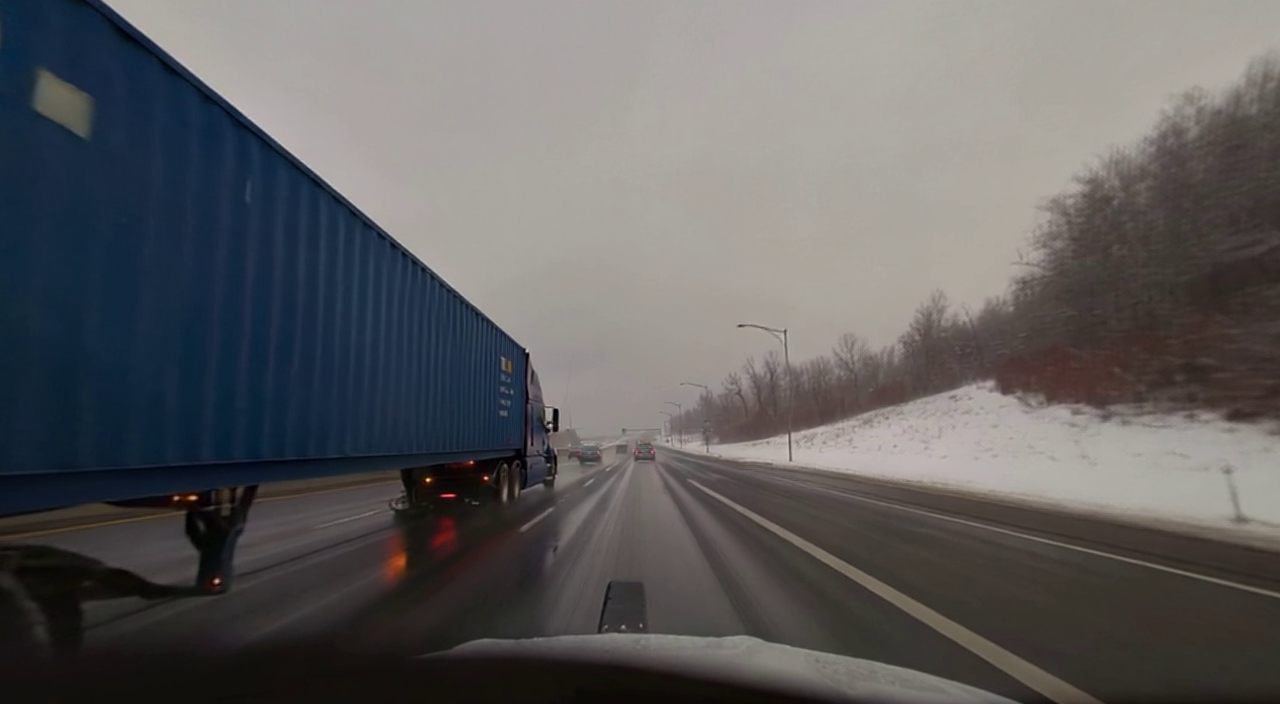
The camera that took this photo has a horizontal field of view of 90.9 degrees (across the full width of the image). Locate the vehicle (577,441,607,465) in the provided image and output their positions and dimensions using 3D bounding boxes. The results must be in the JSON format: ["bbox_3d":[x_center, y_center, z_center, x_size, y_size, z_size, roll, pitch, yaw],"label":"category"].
[{"bbox_3d":[-3.703,7.877,49.333,1.995,1.745,4.187,0,-8,1],"label":"vehicle"}]

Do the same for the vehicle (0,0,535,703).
[{"bbox_3d":[-3.912,0.406,7.499,2.840,4.032,13.388,0,-8,1],"label":"vehicle"}]

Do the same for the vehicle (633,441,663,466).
[{"bbox_3d":[0.550,7.467,46.432,2.136,1.718,4.157,0,-8,0],"label":"vehicle"}]
